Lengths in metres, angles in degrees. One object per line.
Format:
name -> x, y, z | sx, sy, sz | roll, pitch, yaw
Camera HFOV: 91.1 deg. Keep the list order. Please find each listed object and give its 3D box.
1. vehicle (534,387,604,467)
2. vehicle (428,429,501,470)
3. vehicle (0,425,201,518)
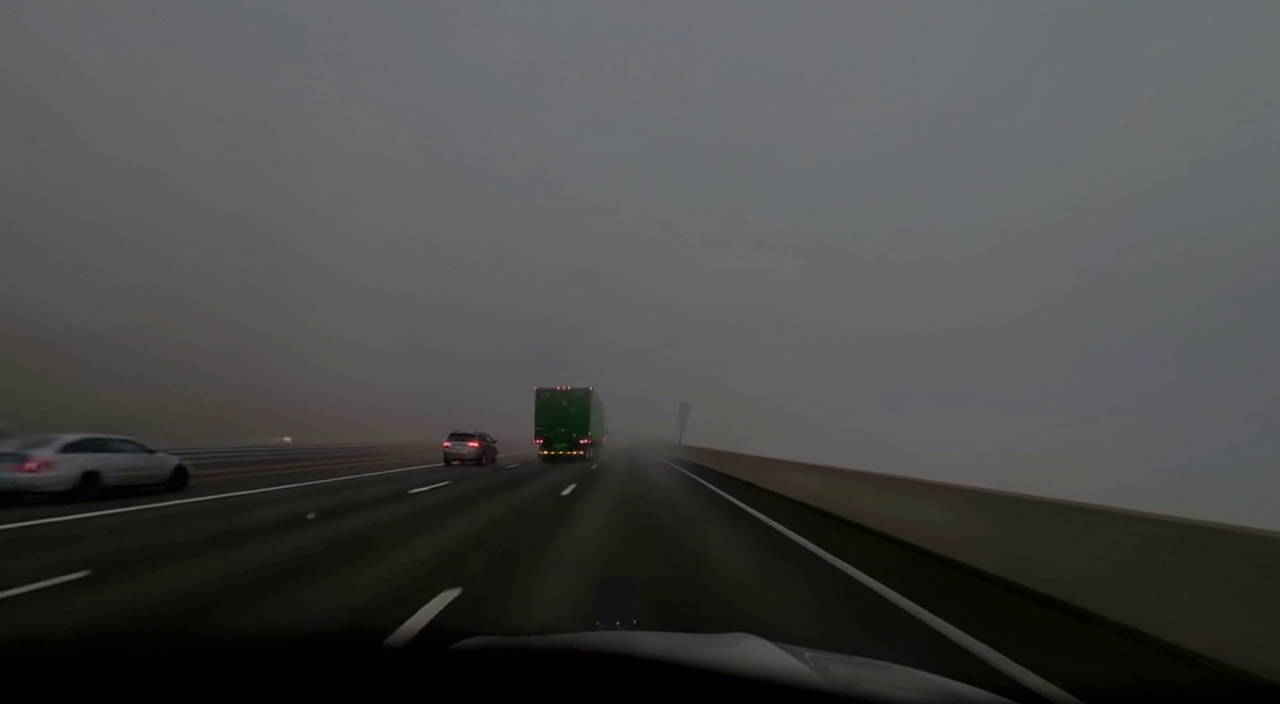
vehicle -> -3.943, 4.662, 37.953 | 3.002, 3.987, 12.477 | -1, -8, -1
vehicle -> -7.839, 4.368, 28.552 | 2.075, 1.691, 4.431 | 0, -8, 0
vehicle -> -11.186, 2.201, 12.237 | 1.959, 1.460, 4.661 | 0, -8, -1
